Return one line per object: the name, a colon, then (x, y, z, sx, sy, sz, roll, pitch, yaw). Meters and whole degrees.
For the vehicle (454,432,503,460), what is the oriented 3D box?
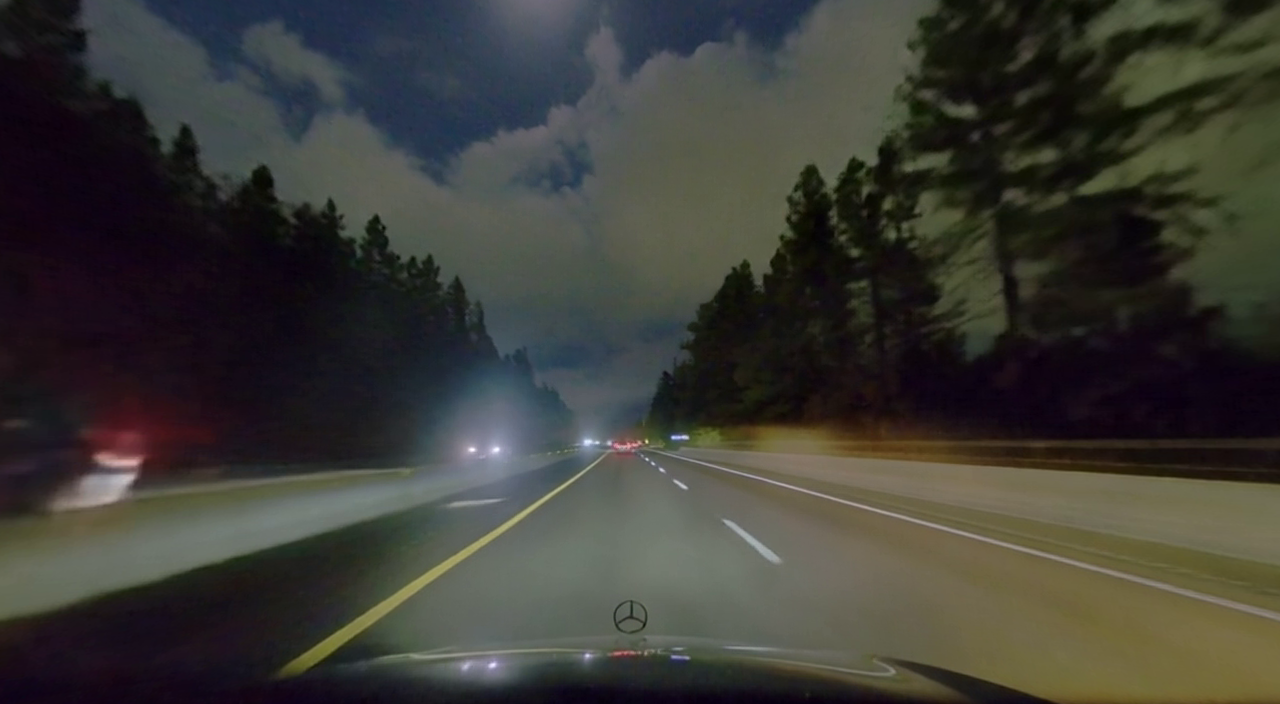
vehicle: (-10.644, 6.269, 42.034, 1.991, 1.748, 5.095, 0, -8, -1)
